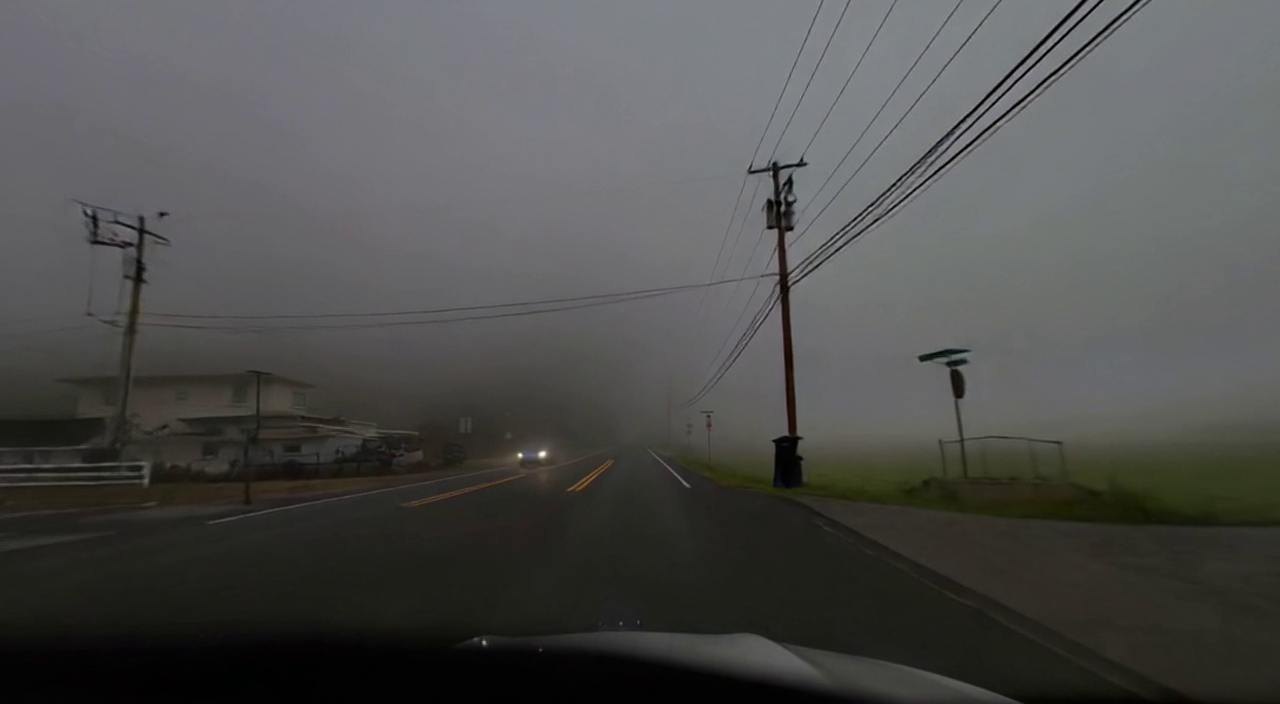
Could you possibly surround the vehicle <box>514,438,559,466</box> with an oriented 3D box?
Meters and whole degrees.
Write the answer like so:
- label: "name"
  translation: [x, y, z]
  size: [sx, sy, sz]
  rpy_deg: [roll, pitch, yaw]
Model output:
- label: "vehicle"
  translation: [-6.616, 6.454, 40.940]
  size: [2.113, 1.710, 4.438]
  rpy_deg: [0, -8, 1]
